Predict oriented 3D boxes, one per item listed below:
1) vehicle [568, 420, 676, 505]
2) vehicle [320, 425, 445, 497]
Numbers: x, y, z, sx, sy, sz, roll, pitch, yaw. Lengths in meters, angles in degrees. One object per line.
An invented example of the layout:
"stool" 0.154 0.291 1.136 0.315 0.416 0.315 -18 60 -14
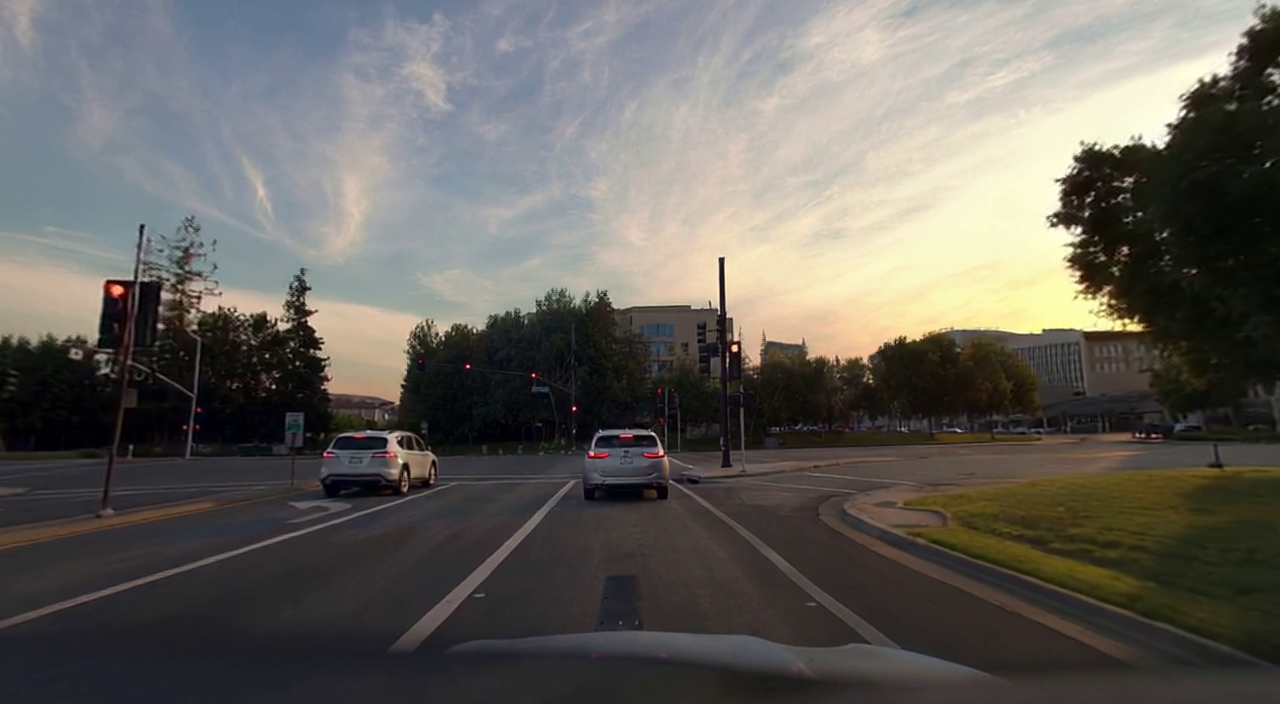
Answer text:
"vehicle" -0.527 2.521 14.742 2.154 1.670 4.140 1 -8 -5
"vehicle" -6.811 2.916 17.179 2.020 1.695 4.187 1 -8 -6
